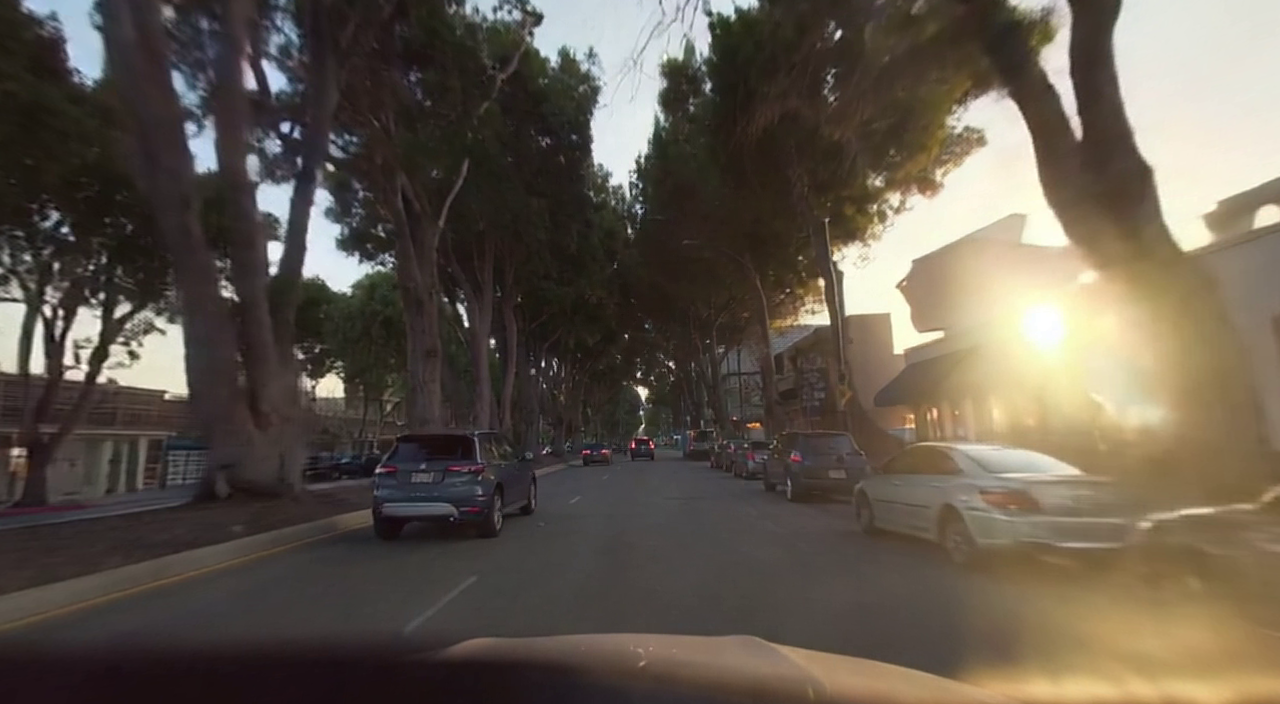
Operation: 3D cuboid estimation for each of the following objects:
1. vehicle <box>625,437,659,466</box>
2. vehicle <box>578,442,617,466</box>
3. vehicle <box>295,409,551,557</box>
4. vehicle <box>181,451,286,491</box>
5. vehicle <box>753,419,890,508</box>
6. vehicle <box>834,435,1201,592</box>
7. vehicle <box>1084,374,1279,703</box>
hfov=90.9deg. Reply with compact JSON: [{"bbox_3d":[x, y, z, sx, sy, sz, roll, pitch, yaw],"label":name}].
[{"bbox_3d":[0.156,6.419,40.965,2.075,1.770,4.018,0,-8,1],"label":"vehicle"},{"bbox_3d":[-2.759,6.787,42.246,2.151,1.484,4.468,0,-8,2],"label":"vehicle"},{"bbox_3d":[-2.884,1.883,9.814,2.186,1.708,4.746,0,-8,2],"label":"vehicle"},{"bbox_3d":[-18.923,5.529,29.625,1.856,1.674,4.475,0,-8,1],"label":"vehicle"},{"bbox_3d":[4.396,2.789,16.226,2.079,1.910,4.855,0,-8,0],"label":"vehicle"},{"bbox_3d":[4.347,1.890,8.428,1.898,1.473,4.709,0,-8,-2],"label":"vehicle"},{"bbox_3d":[4.247,0.861,2.358,1.960,1.733,4.432,0,-8,1],"label":"vehicle"}]
